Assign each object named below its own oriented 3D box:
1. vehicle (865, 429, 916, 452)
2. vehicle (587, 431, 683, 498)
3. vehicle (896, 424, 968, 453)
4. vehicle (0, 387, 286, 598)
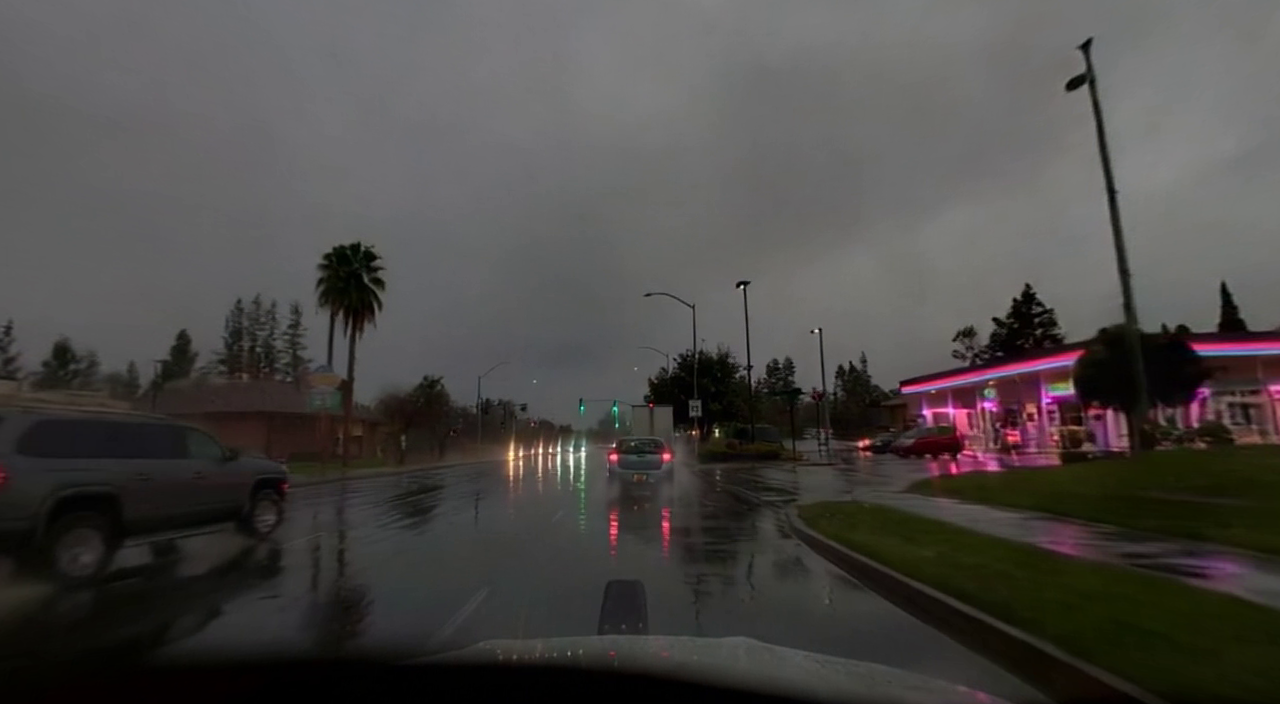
[{"bbox_3d":[17.195,6.145,43.332,1.902,1.502,4.395,0,-9,4],"label":"vehicle"},{"bbox_3d":[-0.067,2.864,16.384,2.145,1.483,4.453,0,-9,1],"label":"vehicle"},{"bbox_3d":[17.332,5.206,37.498,2.009,1.630,4.436,0,-9,-2],"label":"vehicle"},{"bbox_3d":[-6.208,1.401,6.816,2.057,1.705,4.394,0,-9,1],"label":"vehicle"}]
